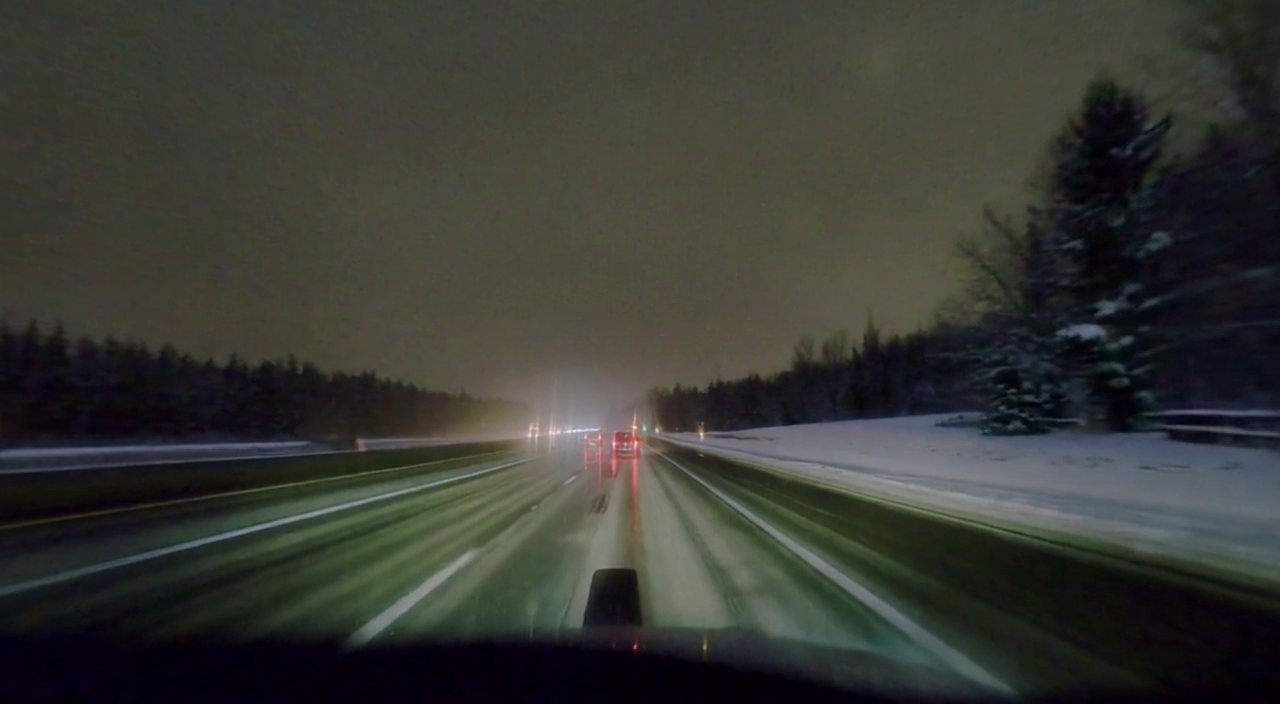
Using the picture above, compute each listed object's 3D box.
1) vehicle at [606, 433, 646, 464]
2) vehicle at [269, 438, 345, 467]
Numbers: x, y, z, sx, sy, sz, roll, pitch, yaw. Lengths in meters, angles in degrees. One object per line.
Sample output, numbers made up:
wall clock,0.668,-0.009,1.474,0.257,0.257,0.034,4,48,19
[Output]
vehicle,-0.737,4.896,32.168,1.948,1.470,3.913,0,-8,-2
vehicle,-19.575,5.910,37.245,1.908,1.537,4.798,0,-8,0
